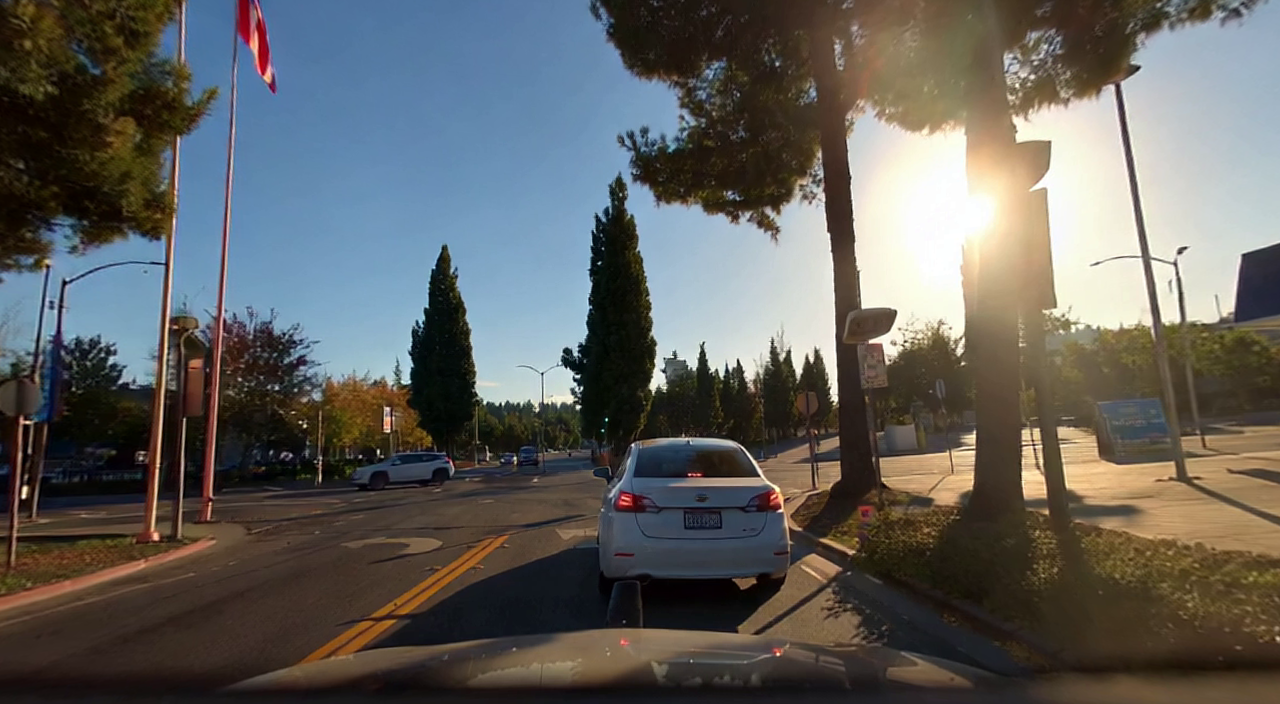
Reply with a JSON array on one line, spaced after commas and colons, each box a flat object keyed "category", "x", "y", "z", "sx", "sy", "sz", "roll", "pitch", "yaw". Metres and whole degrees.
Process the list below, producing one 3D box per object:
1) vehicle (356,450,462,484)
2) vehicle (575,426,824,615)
[{"category": "vehicle", "x": -10.777, "y": 5.417, "z": 29.671, "sx": 4.278, "sy": 1.475, "sz": 1.804, "roll": 0, "pitch": -11, "yaw": -5}, {"category": "vehicle", "x": 0.382, "y": 1.622, "z": 6.904, "sx": 1.985, "sy": 1.463, "sz": 3.647, "roll": 0, "pitch": -9, "yaw": -3}]
